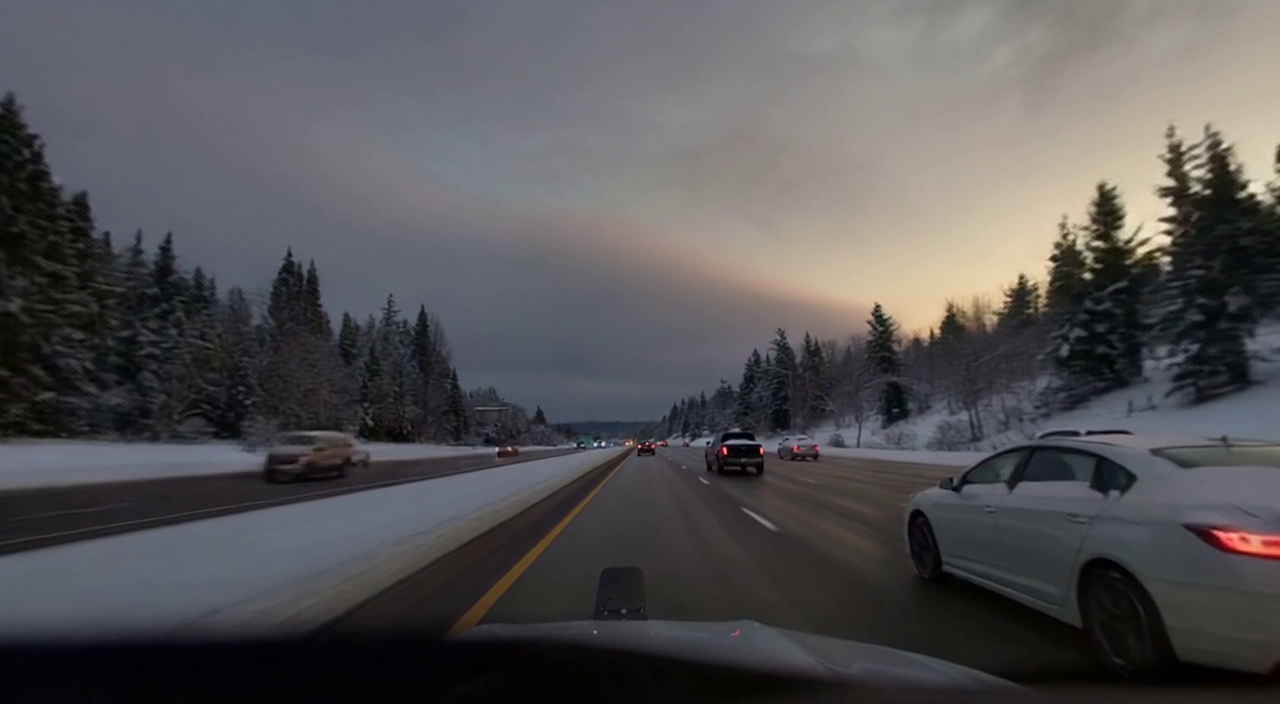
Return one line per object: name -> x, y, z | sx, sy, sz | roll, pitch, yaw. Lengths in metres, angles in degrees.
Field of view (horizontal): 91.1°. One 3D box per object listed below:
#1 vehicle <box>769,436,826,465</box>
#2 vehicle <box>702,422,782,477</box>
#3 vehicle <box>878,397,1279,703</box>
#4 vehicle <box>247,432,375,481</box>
vehicle -> 8.754, 5.527, 35.319 | 2.002, 1.500, 4.715 | 0, -8, 0
vehicle -> 3.836, 3.821, 24.774 | 2.206, 1.902, 5.460 | 0, -8, 0
vehicle -> 3.339, 1.114, 3.819 | 1.904, 1.453, 4.789 | 0, -8, 0
vehicle -> -14.608, 4.686, 28.449 | 2.636, 1.959, 5.813 | -1, -8, 1
